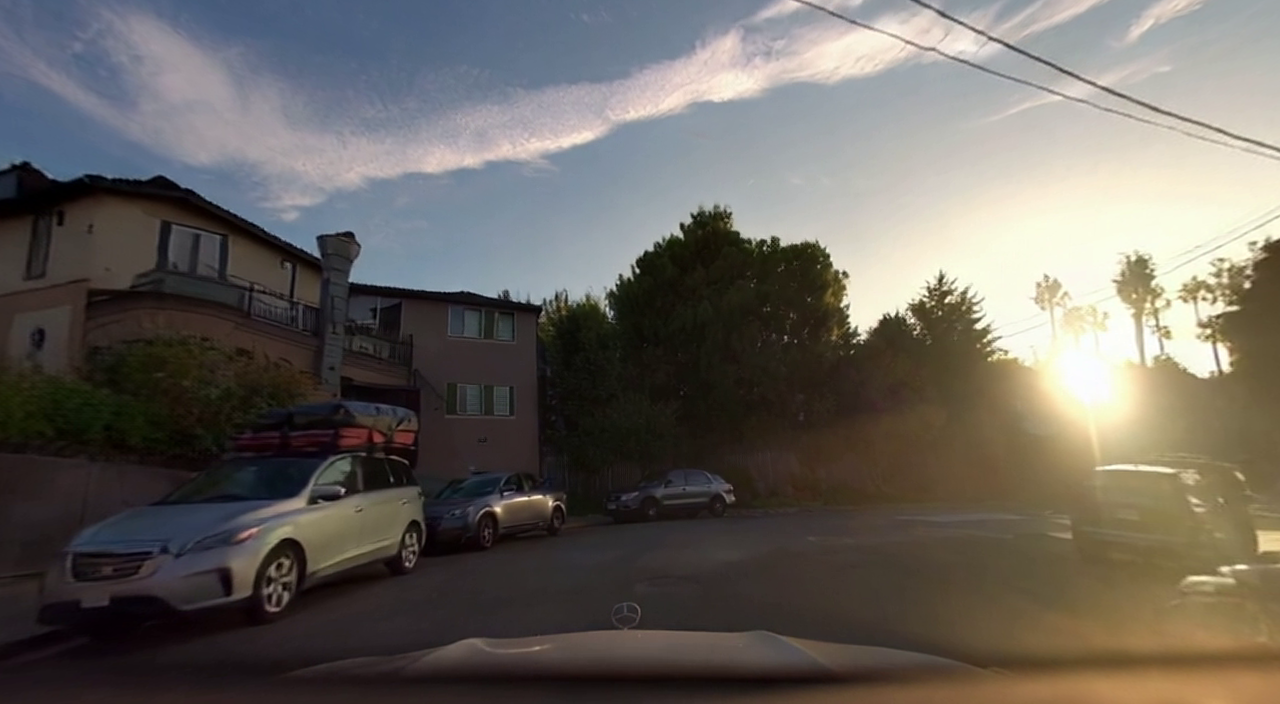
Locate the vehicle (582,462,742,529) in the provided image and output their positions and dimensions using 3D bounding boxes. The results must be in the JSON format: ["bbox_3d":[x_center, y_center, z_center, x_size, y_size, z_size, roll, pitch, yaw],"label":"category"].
[{"bbox_3d":[0.704,3.992,18.076,4.217,1.547,2.082,7,-11,-39],"label":"vehicle"}]

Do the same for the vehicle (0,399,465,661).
[{"bbox_3d":[-3.896,1.759,6.926,2.247,1.702,5.043,-4,-12,4],"label":"vehicle"}]

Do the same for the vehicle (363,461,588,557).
[{"bbox_3d":[-2.918,2.987,12.477,1.943,1.475,4.701,-6,-12,19],"label":"vehicle"}]

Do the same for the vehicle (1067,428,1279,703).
[{"bbox_3d":[3.668,0.902,1.540,1.910,1.477,4.569,0,-9,-2],"label":"vehicle"}]
